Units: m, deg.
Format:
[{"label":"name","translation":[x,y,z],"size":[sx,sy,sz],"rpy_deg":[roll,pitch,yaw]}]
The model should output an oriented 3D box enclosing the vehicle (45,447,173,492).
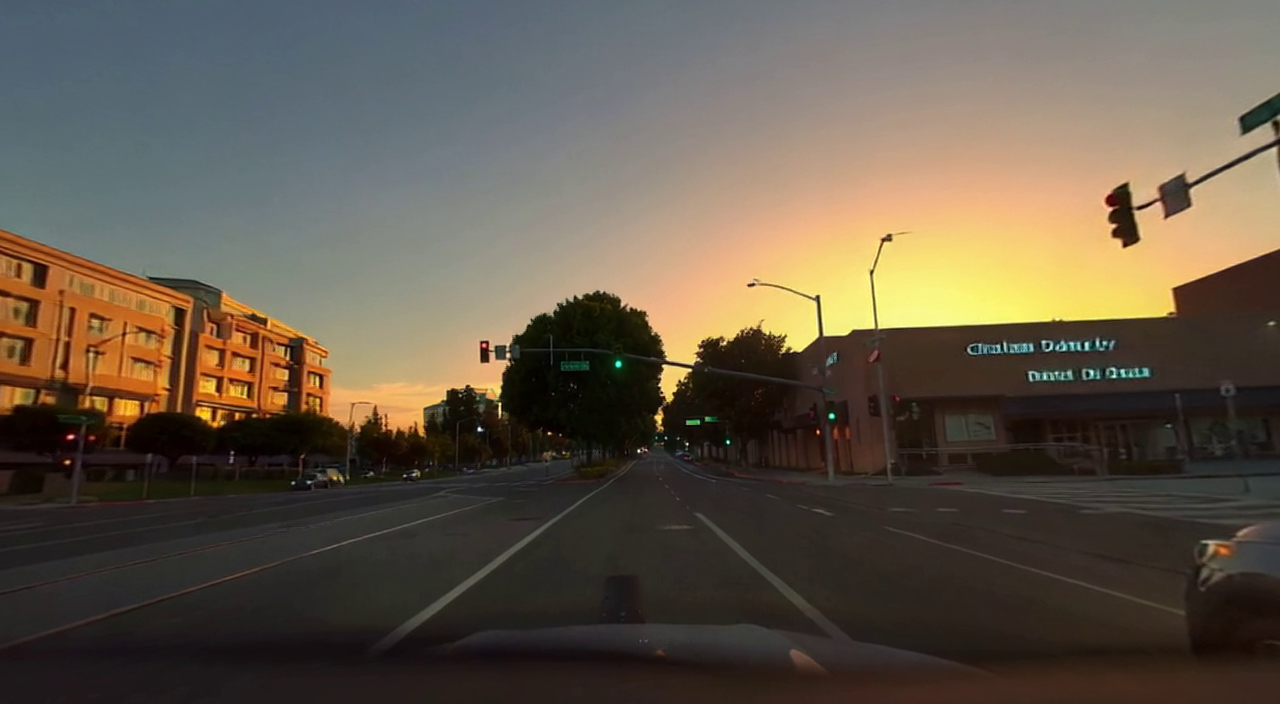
[{"label":"vehicle","translation":[-40.916,9.019,48.808],"size":[7.220,3.287,2.764],"rpy_deg":[0,-8,0]}]
